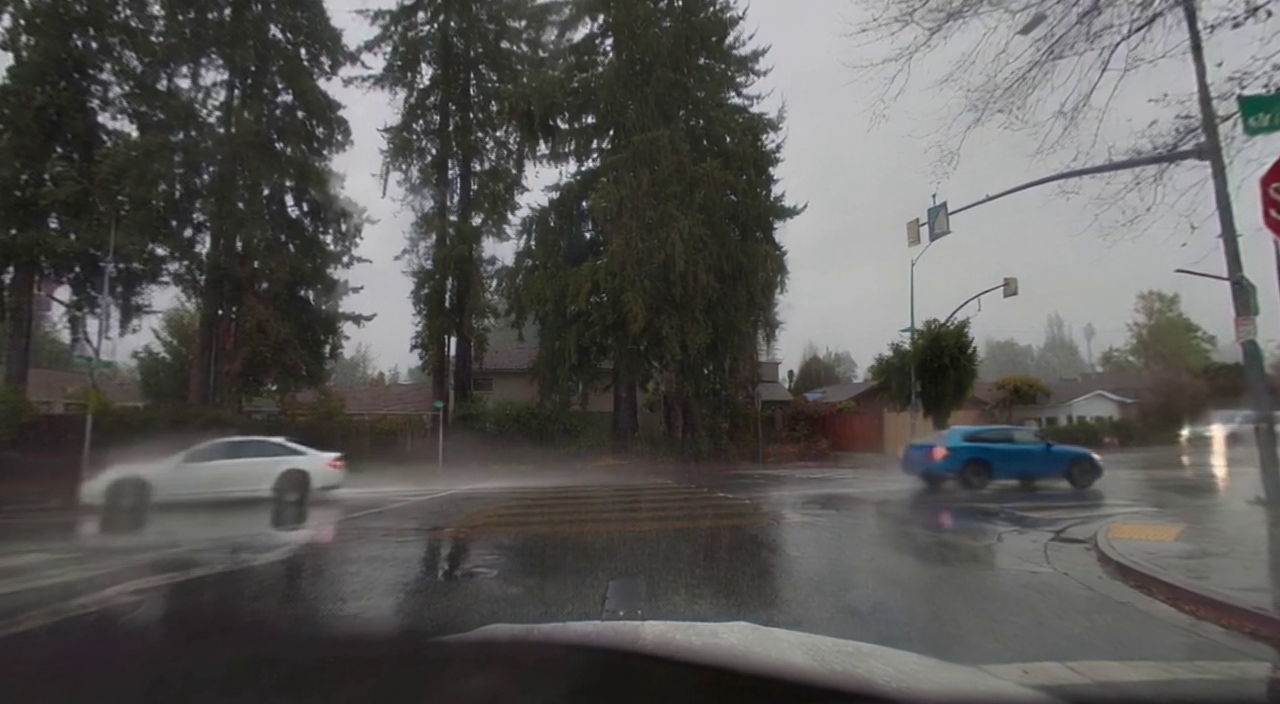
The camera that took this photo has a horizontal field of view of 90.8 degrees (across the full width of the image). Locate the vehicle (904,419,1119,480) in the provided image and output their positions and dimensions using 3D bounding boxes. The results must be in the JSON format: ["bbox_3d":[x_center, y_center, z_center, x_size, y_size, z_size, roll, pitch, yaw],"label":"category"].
[{"bbox_3d":[9.842,2.570,16.843,4.990,1.454,1.875,2,-9,-15],"label":"vehicle"}]

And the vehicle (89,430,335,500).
[{"bbox_3d":[-9.944,2.648,15.202,4.548,1.469,1.864,3,-9,-23],"label":"vehicle"}]

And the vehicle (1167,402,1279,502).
[{"bbox_3d":[12.785,1.856,11.856,4.208,1.685,2.014,1,-8,-8],"label":"vehicle"}]
